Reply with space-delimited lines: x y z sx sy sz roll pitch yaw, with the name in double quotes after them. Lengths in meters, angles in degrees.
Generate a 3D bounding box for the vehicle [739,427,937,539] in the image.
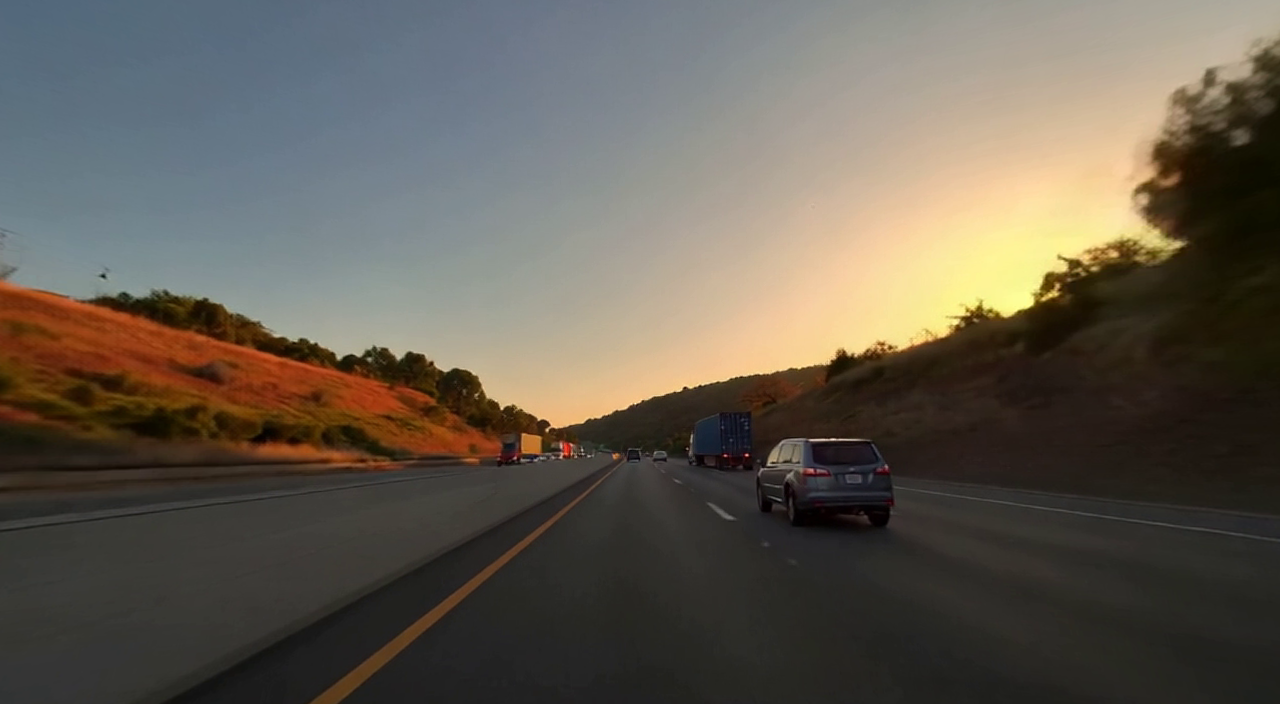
3.353 2.328 11.853 2.130 1.658 4.537 0 -9 -2 "vehicle"
